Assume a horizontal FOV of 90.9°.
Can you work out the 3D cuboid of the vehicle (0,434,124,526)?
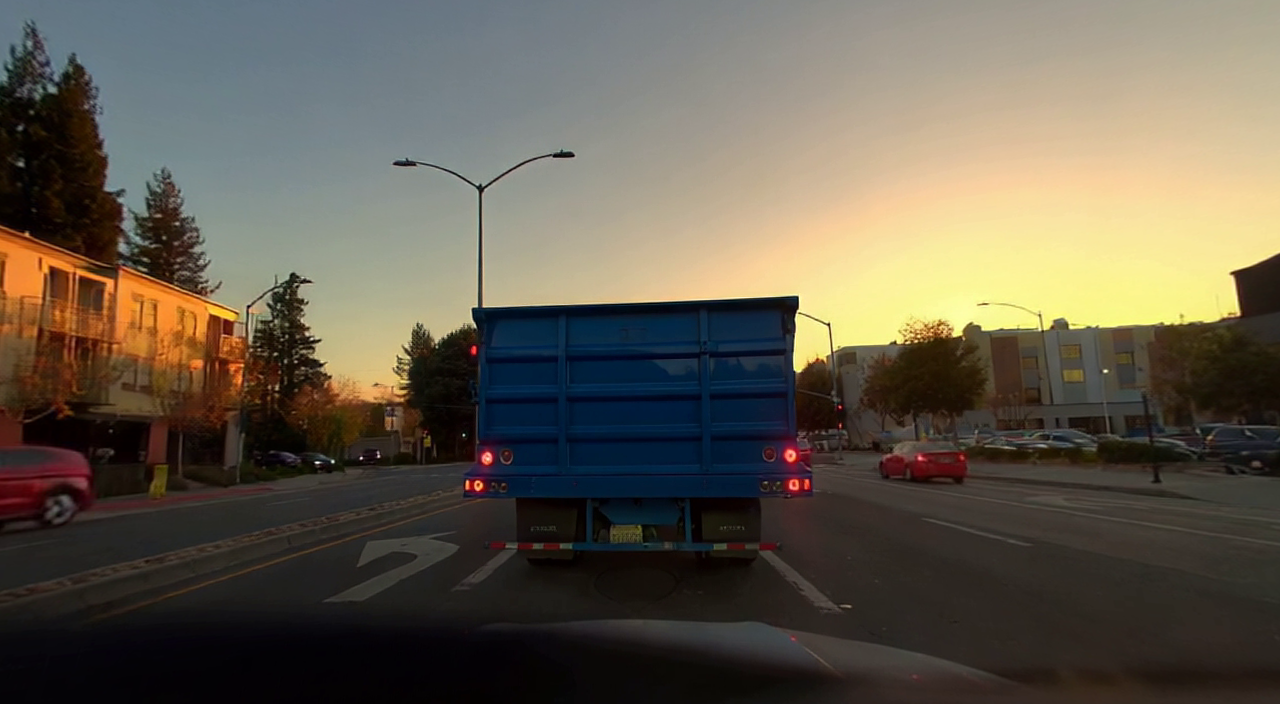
[{"bbox_3d":[-14.613,2.736,13.459,2.218,1.926,5.753,-1,-8,1],"label":"vehicle"}]

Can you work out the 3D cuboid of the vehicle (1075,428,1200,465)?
[{"bbox_3d":[23.118,4.389,29.431,4.171,1.614,1.894,-1,-8,1],"label":"vehicle"}]

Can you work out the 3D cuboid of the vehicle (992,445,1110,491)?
[{"bbox_3d":[14.307,4.017,22.233,1.702,1.475,3.670,-1,-8,1],"label":"vehicle"}]

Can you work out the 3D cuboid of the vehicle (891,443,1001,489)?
[{"bbox_3d":[10.670,3.971,22.380,1.907,1.465,4.077,-1,-8,1],"label":"vehicle"}]

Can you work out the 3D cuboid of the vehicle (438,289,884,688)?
[{"bbox_3d":[0.274,1.304,7.382,2.650,2.391,7.008,-1,-8,3],"label":"vehicle"}]
